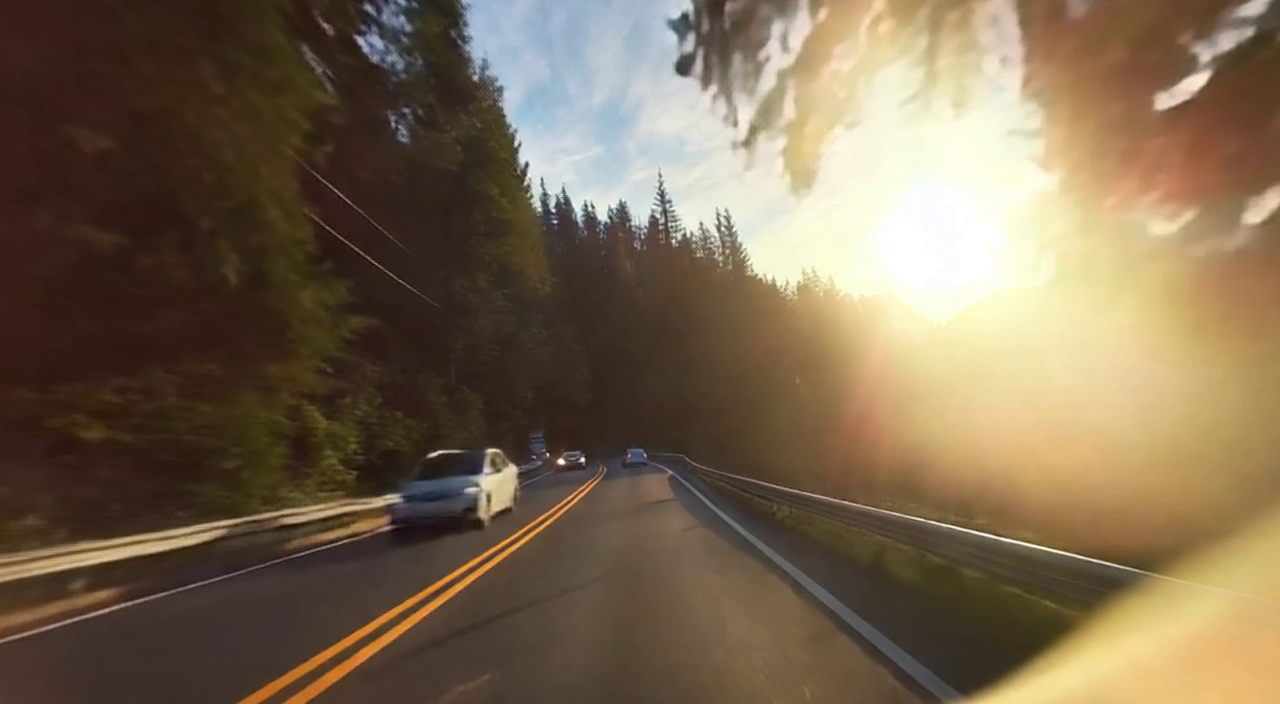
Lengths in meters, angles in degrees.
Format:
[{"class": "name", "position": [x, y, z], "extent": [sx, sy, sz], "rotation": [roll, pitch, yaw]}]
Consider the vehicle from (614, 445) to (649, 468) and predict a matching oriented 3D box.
[{"class": "vehicle", "position": [-0.652, 7.142, 43.249], "extent": [2.120, 1.491, 4.349], "rotation": [1, -8, -5]}]

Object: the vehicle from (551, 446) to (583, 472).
[{"class": "vehicle", "position": [-5.542, 8.173, 48.558], "extent": [2.319, 1.864, 4.569], "rotation": [1, -8, -5]}]

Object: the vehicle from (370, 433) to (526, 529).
[{"class": "vehicle", "position": [-4.212, 2.888, 14.891], "extent": [2.066, 1.827, 5.178], "rotation": [0, -8, 0]}]
